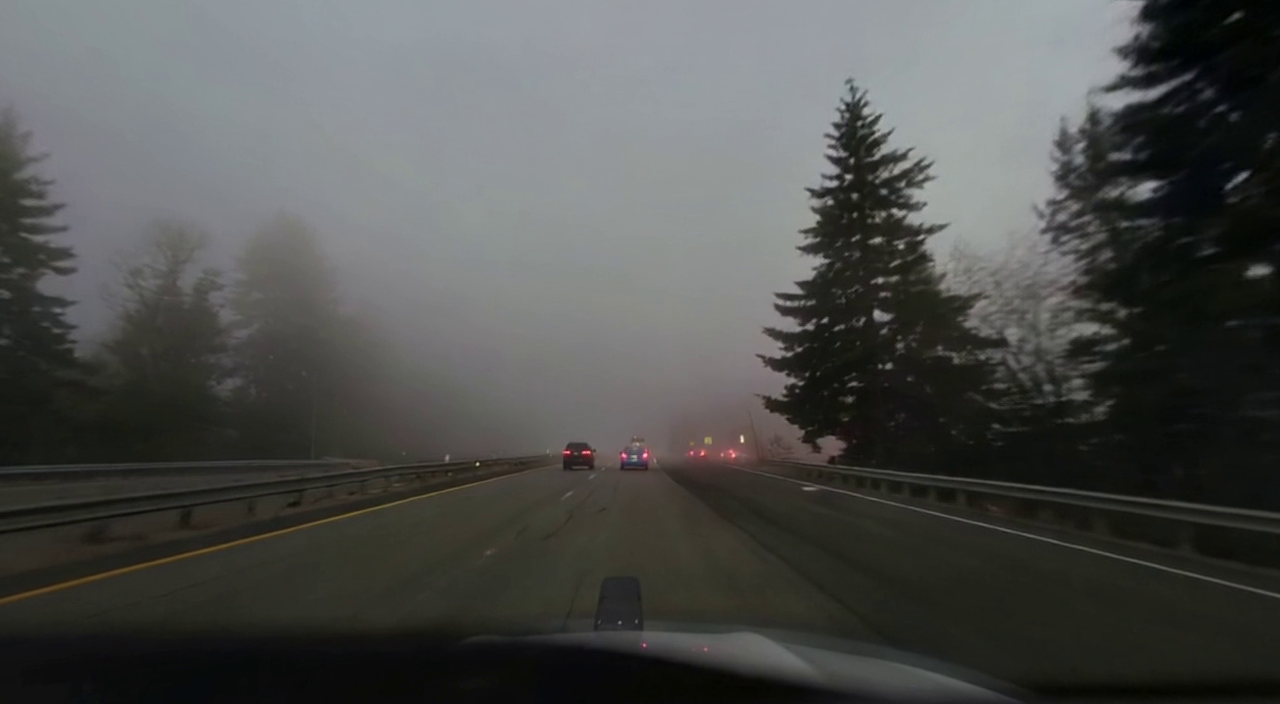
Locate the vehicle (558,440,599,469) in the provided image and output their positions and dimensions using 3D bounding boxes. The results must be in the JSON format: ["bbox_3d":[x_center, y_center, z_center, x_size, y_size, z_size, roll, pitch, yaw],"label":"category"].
[{"bbox_3d":[-3.900,6.603,40.626,2.130,1.741,4.665,0,-8,1],"label":"vehicle"}]

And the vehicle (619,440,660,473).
[{"bbox_3d":[-0.034,5.673,34.420,2.130,1.684,3.826,0,-8,0],"label":"vehicle"}]
